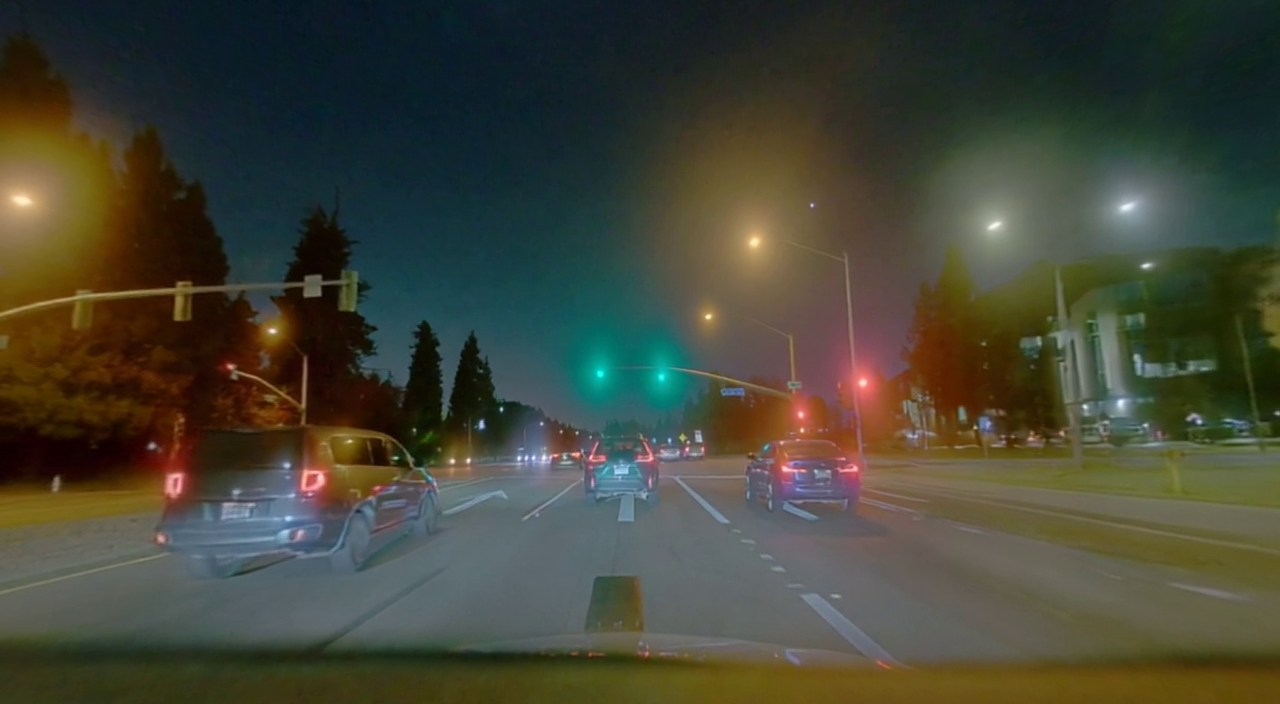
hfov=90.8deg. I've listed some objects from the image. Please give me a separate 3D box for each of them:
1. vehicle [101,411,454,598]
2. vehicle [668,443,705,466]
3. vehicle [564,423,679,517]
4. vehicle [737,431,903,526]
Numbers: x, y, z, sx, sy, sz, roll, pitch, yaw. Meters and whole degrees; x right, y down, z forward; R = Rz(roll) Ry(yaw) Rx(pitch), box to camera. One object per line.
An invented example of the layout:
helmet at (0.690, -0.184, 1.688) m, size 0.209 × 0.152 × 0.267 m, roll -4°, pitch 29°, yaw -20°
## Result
vehicle at (-3.777, 1.632, 7.613) m, size 1.823 × 1.602 × 4.061 m, roll 0°, pitch -8°, yaw 0°
vehicle at (3.181, 7.129, 43.998) m, size 2.171 × 1.469 × 4.420 m, roll 0°, pitch -8°, yaw -1°
vehicle at (-0.369, 2.522, 13.981) m, size 2.150 × 1.725 × 4.096 m, roll 0°, pitch -8°, yaw 0°
vehicle at (3.314, 2.411, 12.605) m, size 2.068 × 1.541 × 4.041 m, roll 0°, pitch -8°, yaw -1°
